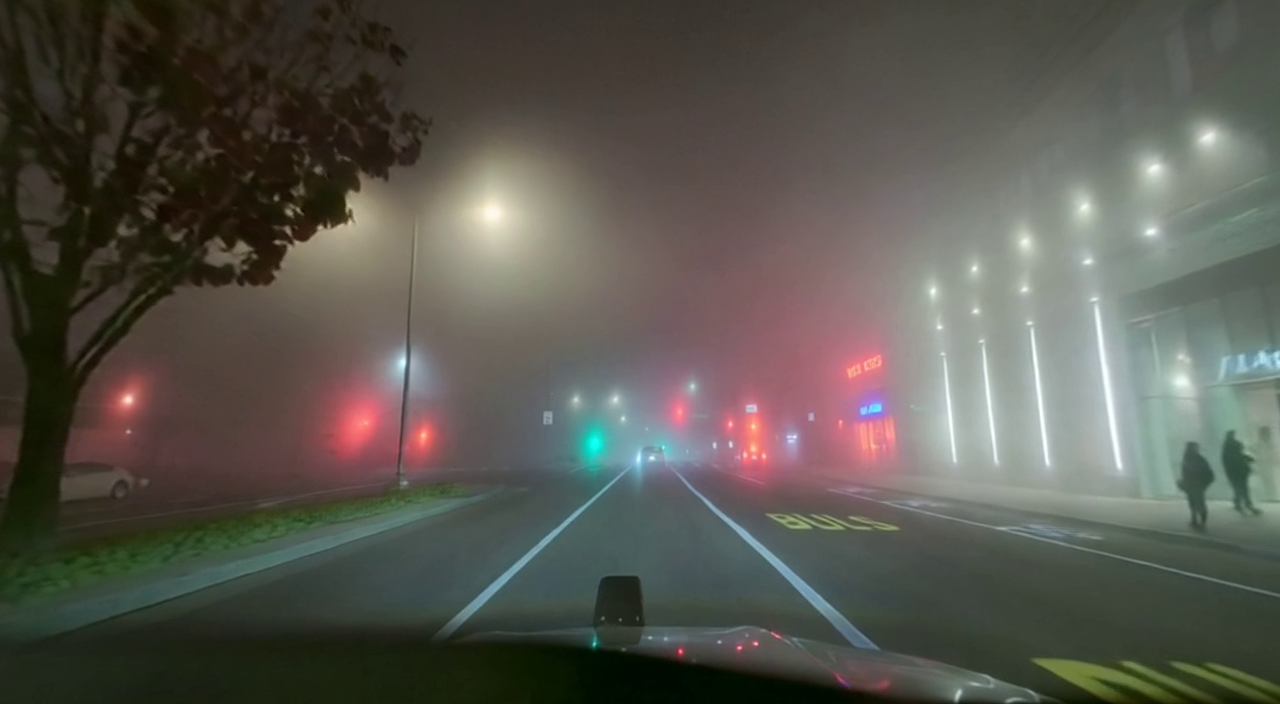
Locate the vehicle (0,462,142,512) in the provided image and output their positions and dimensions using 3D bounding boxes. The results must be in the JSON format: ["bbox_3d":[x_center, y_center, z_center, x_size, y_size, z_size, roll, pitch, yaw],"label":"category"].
[{"bbox_3d":[-20.394,4.719,22.380,1.840,1.440,4.442,-3,-9,1],"label":"vehicle"}]

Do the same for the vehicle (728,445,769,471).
[{"bbox_3d":[7.882,7.724,46.364,1.987,1.772,4.749,0,-9,-2],"label":"vehicle"}]

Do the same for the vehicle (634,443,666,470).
[{"bbox_3d":[0.725,7.489,45.421,2.223,1.775,4.250,0,-9,1],"label":"vehicle"}]
